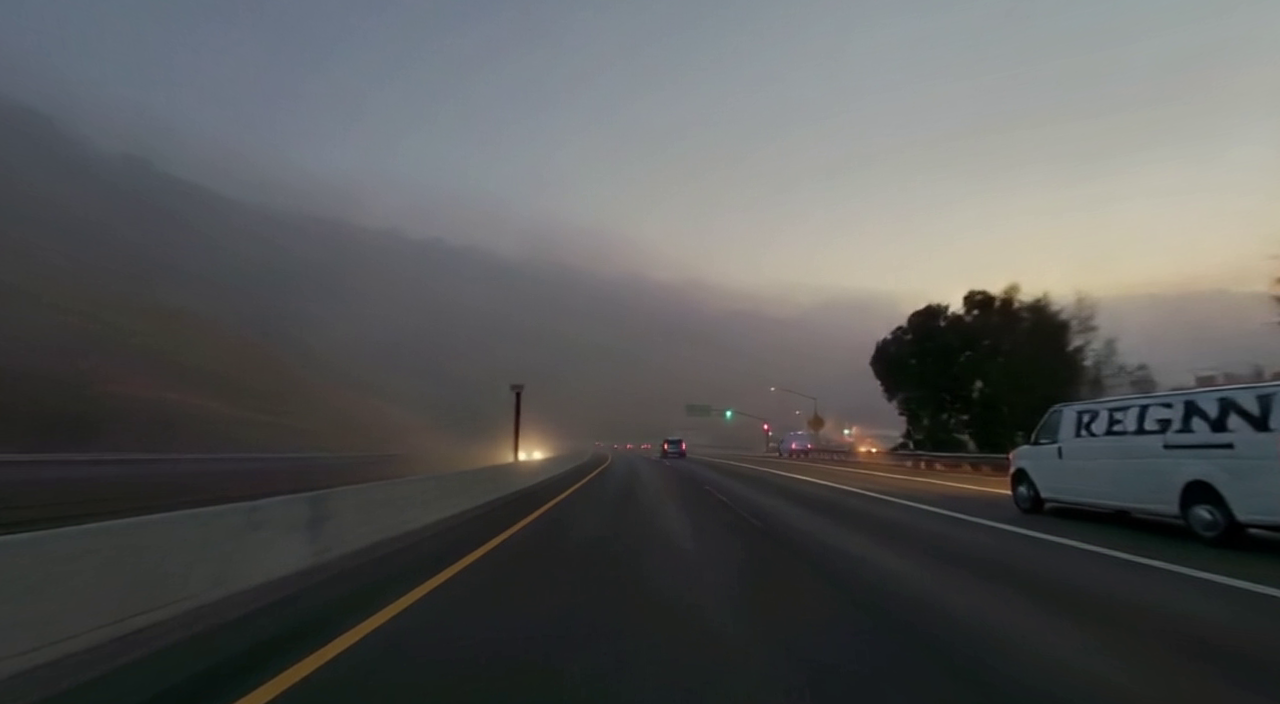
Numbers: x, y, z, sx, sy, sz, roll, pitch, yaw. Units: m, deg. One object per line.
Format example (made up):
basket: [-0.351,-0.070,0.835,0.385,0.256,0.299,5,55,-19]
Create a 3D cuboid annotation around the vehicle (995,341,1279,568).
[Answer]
vehicle: [6.988,1.192,7.496,2.275,2.059,5.543,0,-8,0]
